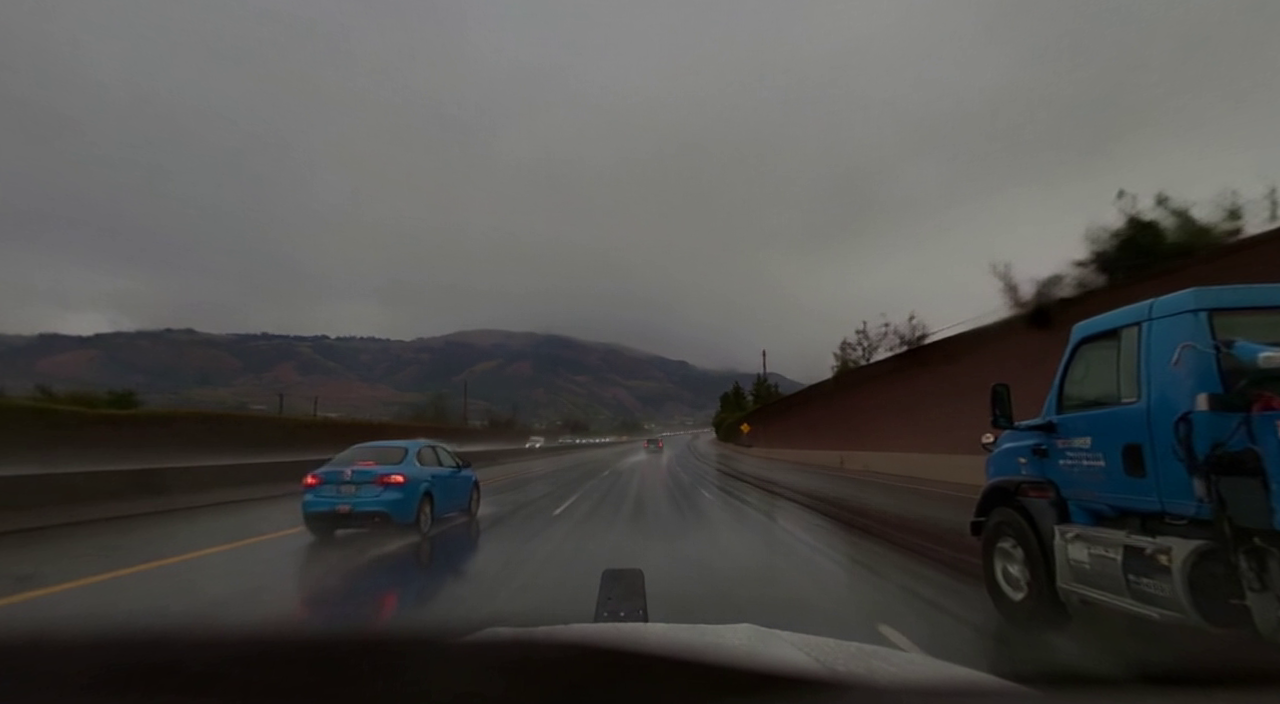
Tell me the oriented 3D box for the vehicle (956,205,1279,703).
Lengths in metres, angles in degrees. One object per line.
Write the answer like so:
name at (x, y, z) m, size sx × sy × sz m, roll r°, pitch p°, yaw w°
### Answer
vehicle at (3.593, 0.441, 1.251) m, size 2.538 × 2.228 × 6.370 m, roll 0°, pitch -9°, yaw -1°

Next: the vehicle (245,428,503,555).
vehicle at (-3.701, 2.021, 9.874) m, size 1.974 × 1.493 × 4.563 m, roll 0°, pitch -9°, yaw 1°
